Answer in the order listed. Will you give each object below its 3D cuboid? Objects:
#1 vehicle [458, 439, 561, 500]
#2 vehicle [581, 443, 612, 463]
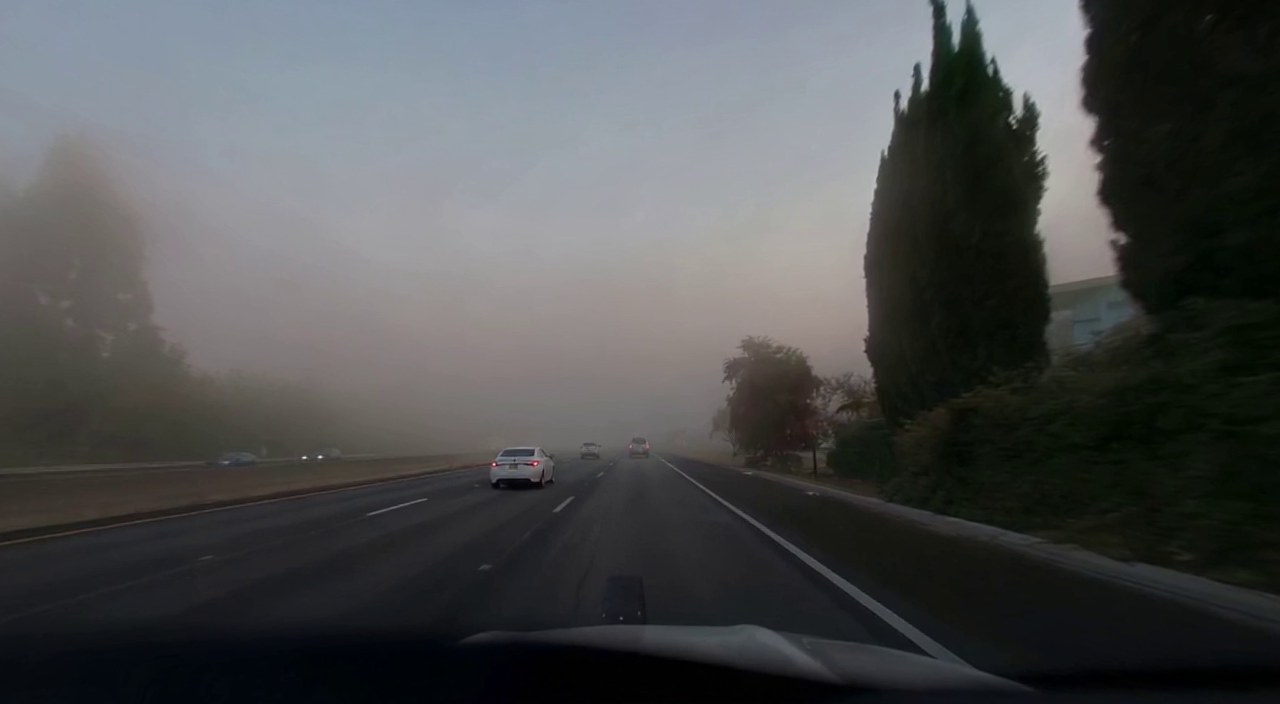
[{"bbox_3d":[-3.413,3.146,17.360,1.920,1.463,4.134,0,-9,0],"label":"vehicle"},{"bbox_3d":[-3.287,7.772,48.681,2.086,1.460,4.301,0,-9,0],"label":"vehicle"}]
